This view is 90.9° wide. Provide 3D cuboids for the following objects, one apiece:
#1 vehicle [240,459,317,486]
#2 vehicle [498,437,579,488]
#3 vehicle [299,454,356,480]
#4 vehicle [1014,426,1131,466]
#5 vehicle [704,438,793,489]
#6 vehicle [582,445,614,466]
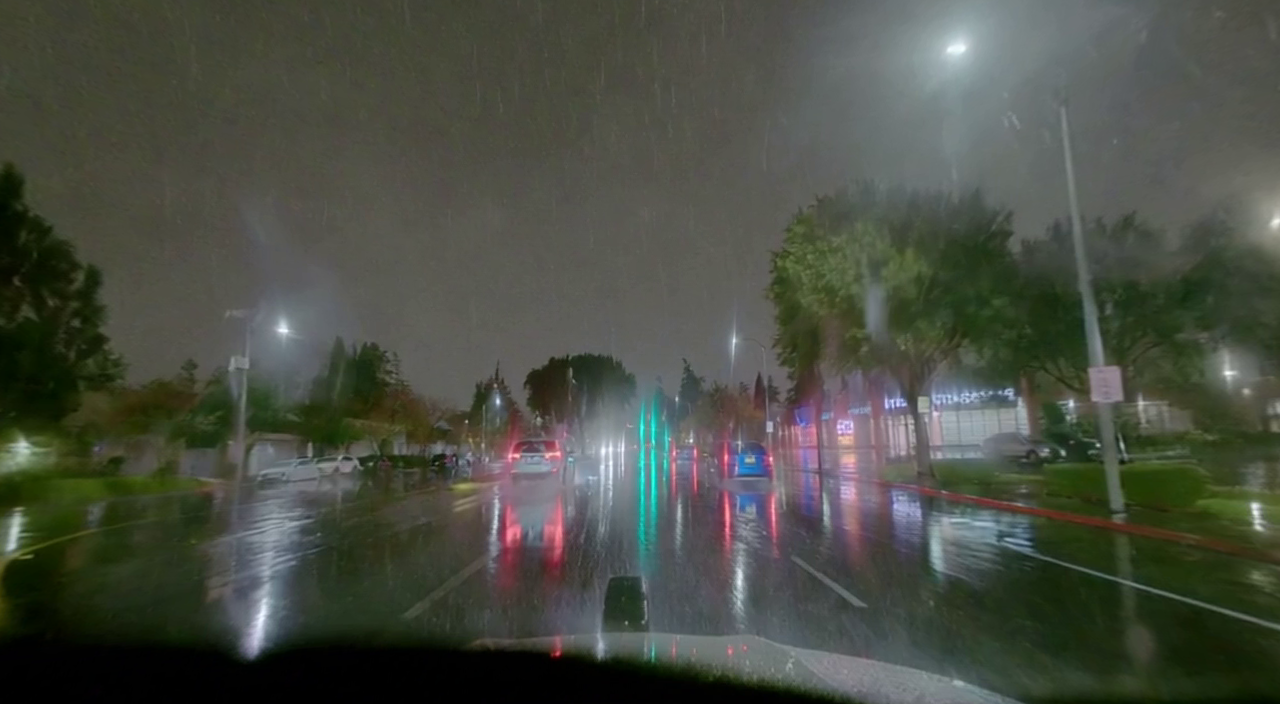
[{"bbox_3d":[-22.460,7.461,39.395,2.059,1.463,4.780,0,-8,-2],"label":"vehicle"},{"bbox_3d":[-3.471,3.876,22.404,2.113,1.626,4.129,0,-8,1],"label":"vehicle"},{"bbox_3d":[-22.550,8.306,45.667,1.853,1.693,4.233,0,-8,1],"label":"vehicle"},{"bbox_3d":[28.547,6.172,41.664,6.334,2.182,2.351,-2,-8,-11],"label":"vehicle"},{"bbox_3d":[3.397,3.592,20.626,2.083,1.474,4.360,0,-8,-1],"label":"vehicle"},{"bbox_3d":[-3.085,7.717,47.069,2.060,1.459,4.311,0,-8,0],"label":"vehicle"}]
